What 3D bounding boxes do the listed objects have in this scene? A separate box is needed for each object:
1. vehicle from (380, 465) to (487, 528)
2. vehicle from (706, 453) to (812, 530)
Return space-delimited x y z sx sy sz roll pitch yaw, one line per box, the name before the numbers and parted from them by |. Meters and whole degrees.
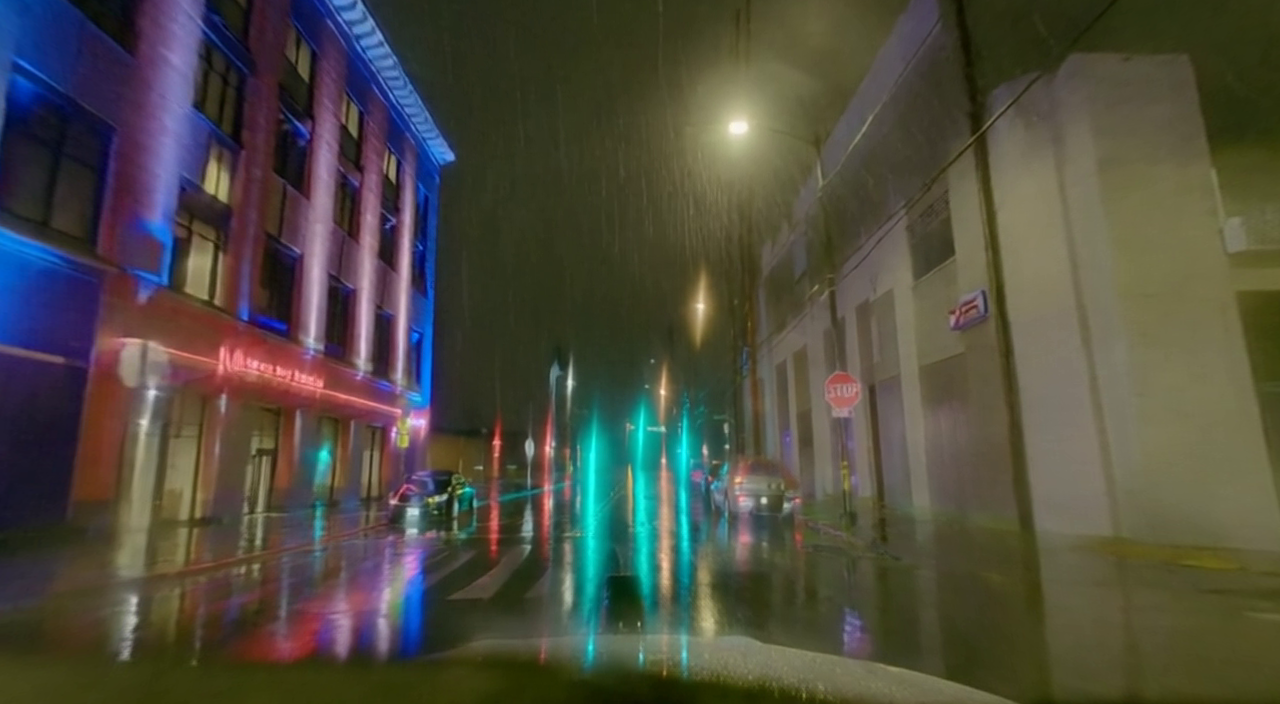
vehicle | -5.655 3.977 17.829 1.864 1.447 3.887 0 -9 -2
vehicle | 2.947 3.535 16.640 1.917 1.680 4.500 0 -9 0
